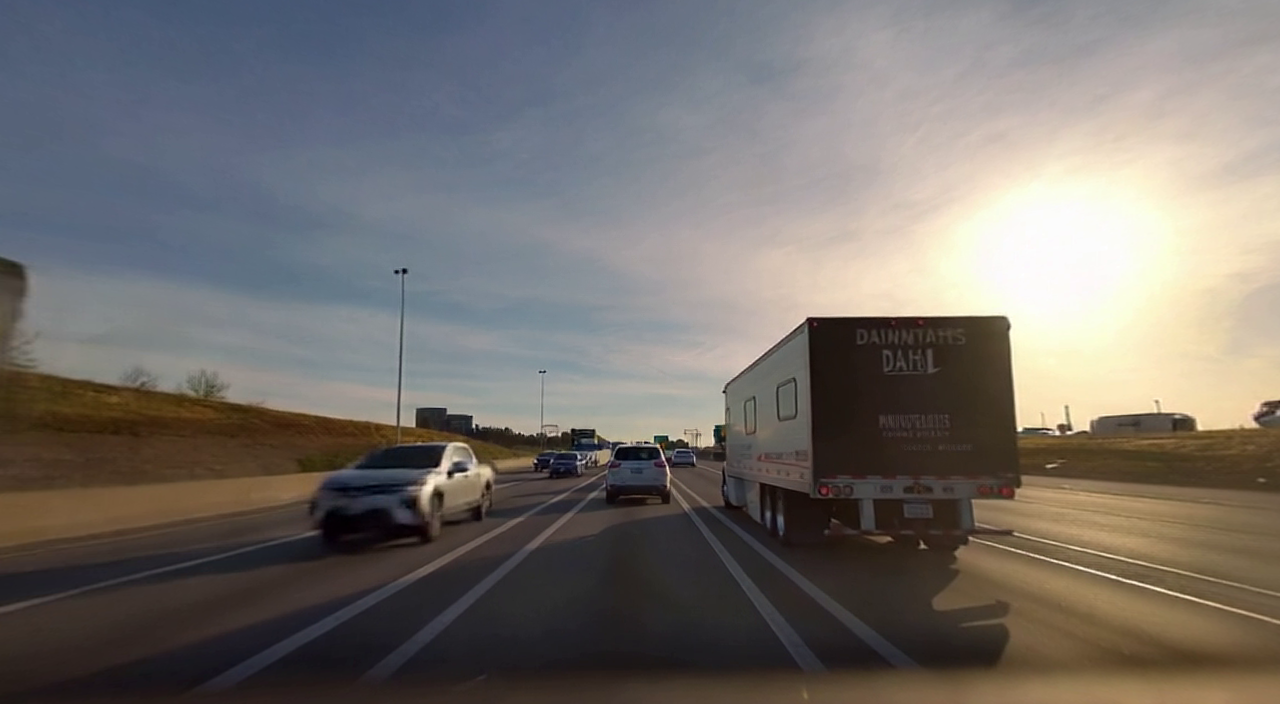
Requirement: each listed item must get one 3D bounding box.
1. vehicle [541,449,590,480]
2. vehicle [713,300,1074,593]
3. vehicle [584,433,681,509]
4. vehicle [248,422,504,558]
[{"bbox_3d":[-3.785,5.762,32.514,1.933,1.465,3.898,-1,-9,2],"label":"vehicle"},{"bbox_3d":[2.942,1.467,10.028,2.533,2.942,7.280,0,-9,-1],"label":"vehicle"},{"bbox_3d":[-0.140,3.051,16.542,2.201,1.719,4.058,0,-9,1],"label":"vehicle"},{"bbox_3d":[-3.750,2.054,10.081,2.098,1.659,4.432,0,-9,1],"label":"vehicle"}]
